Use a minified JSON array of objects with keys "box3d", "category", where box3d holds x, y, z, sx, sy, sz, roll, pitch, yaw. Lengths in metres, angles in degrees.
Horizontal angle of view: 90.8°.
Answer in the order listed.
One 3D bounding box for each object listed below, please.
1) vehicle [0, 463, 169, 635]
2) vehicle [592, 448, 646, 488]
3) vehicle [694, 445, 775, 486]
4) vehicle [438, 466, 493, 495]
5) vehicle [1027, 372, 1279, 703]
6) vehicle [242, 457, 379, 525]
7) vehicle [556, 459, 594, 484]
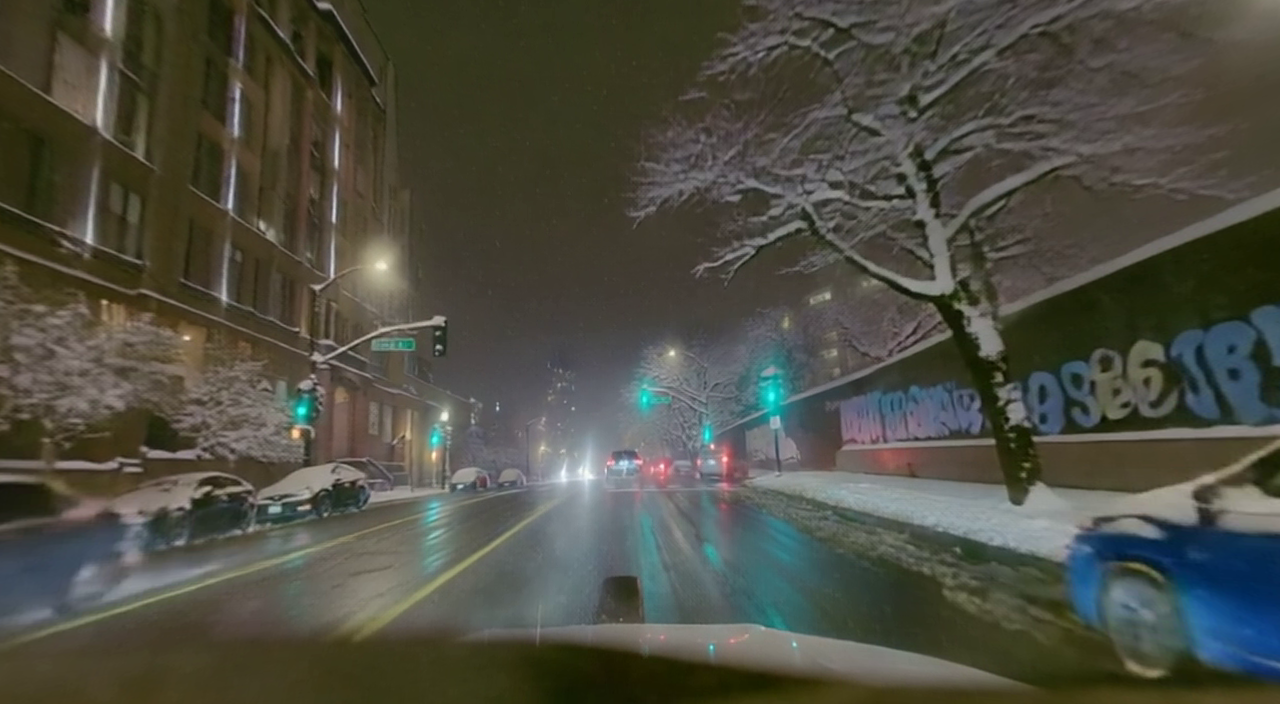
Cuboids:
[{"box3d":[-6.510,1.732,5.228,2.040,1.402,4.237,-2,-8,-1],"category":"vehicle"},{"box3d":[-0.885,5.056,27.888,2.166,1.579,4.300,0,-8,-1],"category":"vehicle"},{"box3d":[4.590,5.337,30.220,2.207,1.761,4.292,-6,-10,32],"category":"vehicle"},{"box3d":[-10.877,8.031,39.695,2.070,1.476,4.508,-1,-8,1],"category":"vehicle"},{"box3d":[4.071,0.914,2.587,2.025,1.758,4.463,0,-8,-2],"category":"vehicle"},{"box3d":[-11.016,4.616,21.601,2.199,1.717,4.888,-5,-8,-2],"category":"vehicle"},{"box3d":[-4.359,8.113,43.032,2.095,1.447,4.202,0,-8,0],"category":"vehicle"}]
